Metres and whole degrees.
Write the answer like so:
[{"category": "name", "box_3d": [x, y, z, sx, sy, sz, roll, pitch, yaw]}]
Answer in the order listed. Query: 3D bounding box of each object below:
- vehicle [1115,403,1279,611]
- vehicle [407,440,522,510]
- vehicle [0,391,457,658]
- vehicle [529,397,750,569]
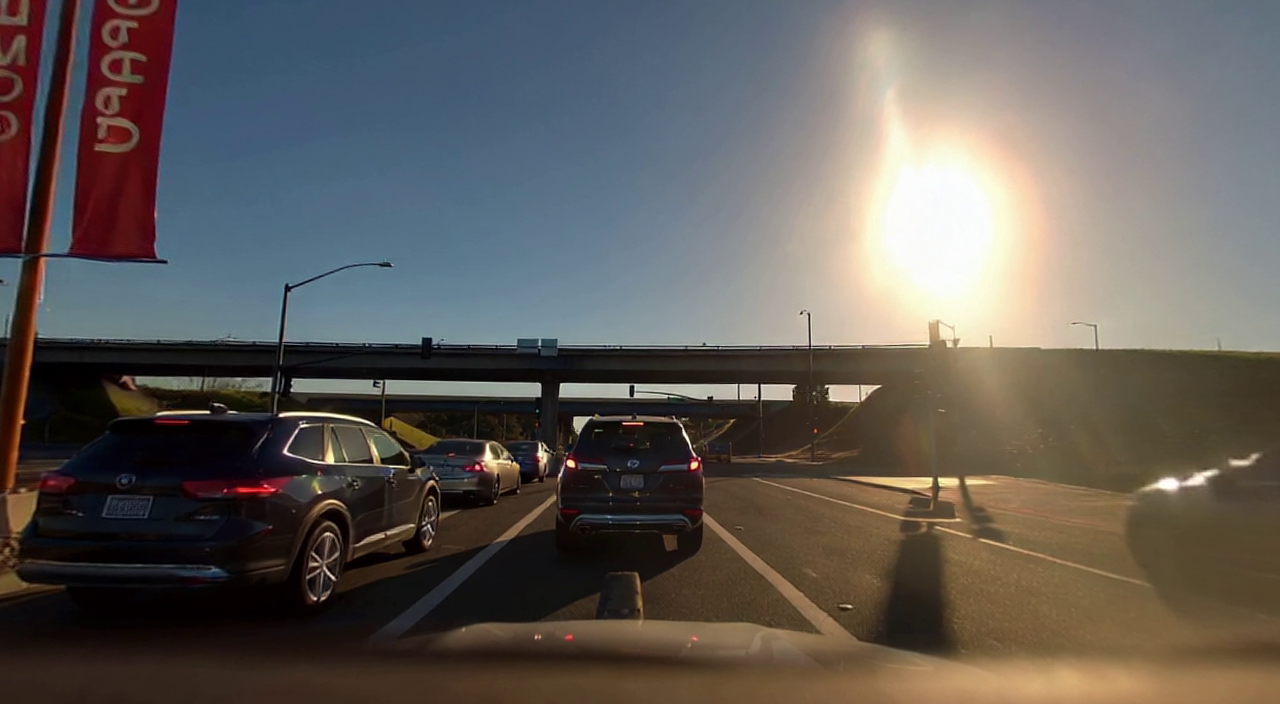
[{"category": "vehicle", "box_3d": [6.504, 1.213, 4.680, 2.191, 1.730, 4.658, 0, -9, -1]}, {"category": "vehicle", "box_3d": [-4.150, 2.944, 15.429, 1.797, 1.505, 3.506, 0, -9, 0]}, {"category": "vehicle", "box_3d": [-3.495, 1.434, 6.260, 2.039, 1.709, 4.265, 0, -9, 0]}, {"category": "vehicle", "box_3d": [-0.086, 1.770, 9.197, 2.409, 1.864, 4.471, 0, -9, -2]}]
